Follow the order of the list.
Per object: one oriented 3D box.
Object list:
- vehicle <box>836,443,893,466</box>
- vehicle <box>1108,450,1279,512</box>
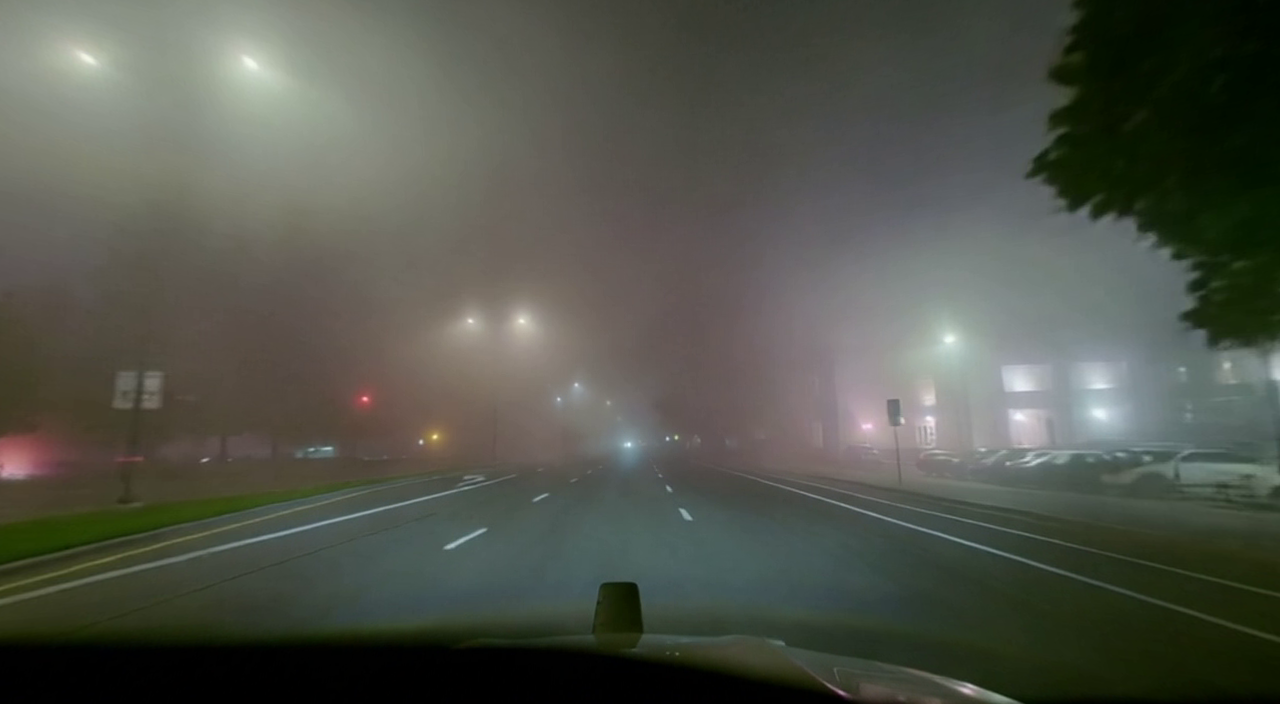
[{"bbox_3d":[15.269,7.014,43.131,1.931,1.475,4.671,0,-9,-3],"label":"vehicle"},{"bbox_3d":[14.803,3.223,15.954,4.227,1.434,2.031,0,-9,0],"label":"vehicle"}]
